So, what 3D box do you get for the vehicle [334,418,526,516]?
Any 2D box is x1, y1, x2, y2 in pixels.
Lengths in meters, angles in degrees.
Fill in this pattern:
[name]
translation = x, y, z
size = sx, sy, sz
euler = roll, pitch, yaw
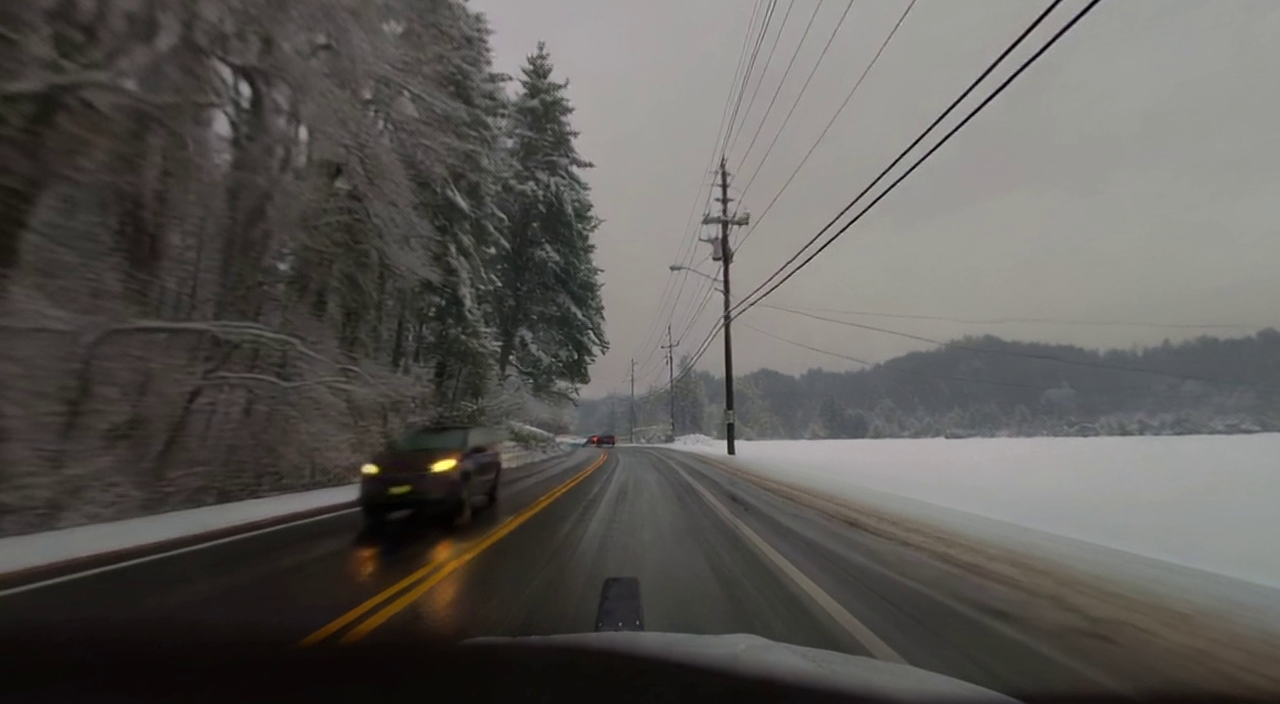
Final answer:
[vehicle]
translation = -4.333, 2.536, 14.589
size = 2.172, 1.744, 6.543
euler = 0, -8, 0
